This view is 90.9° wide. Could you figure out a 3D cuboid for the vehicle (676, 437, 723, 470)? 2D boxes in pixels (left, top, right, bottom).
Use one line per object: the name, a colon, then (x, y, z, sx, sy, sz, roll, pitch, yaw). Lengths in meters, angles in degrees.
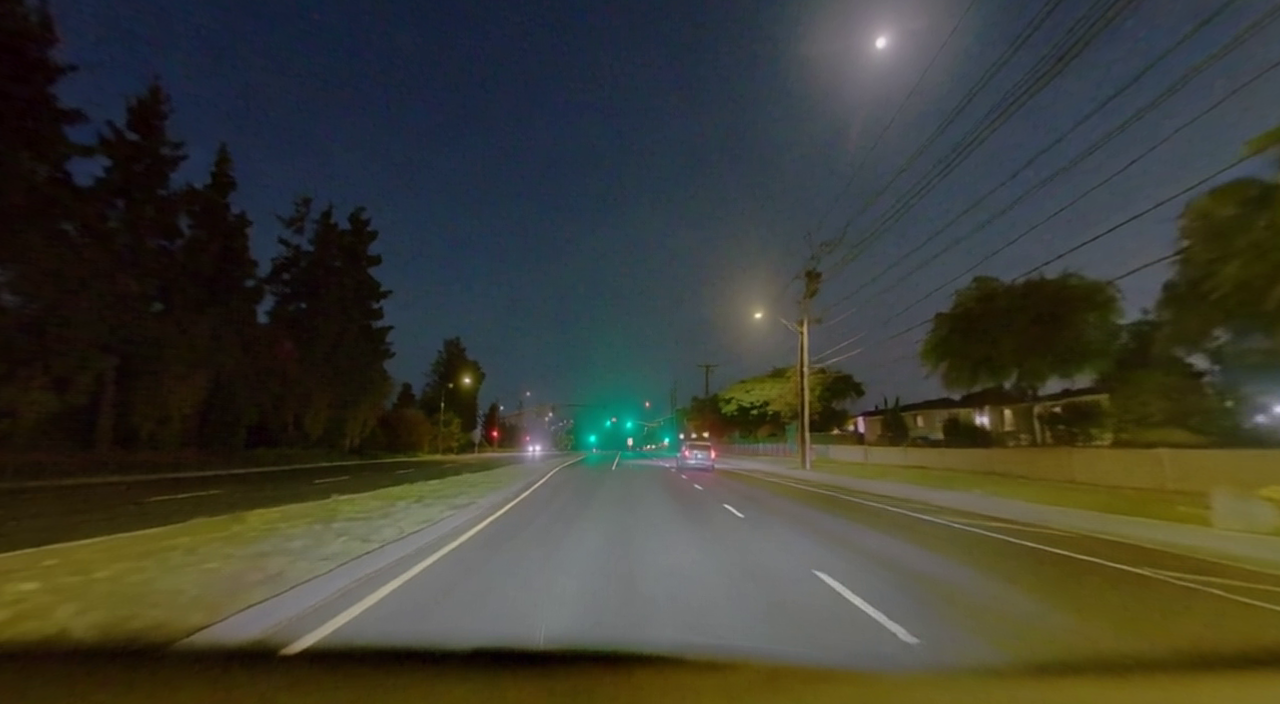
vehicle: (3.476, 5.994, 37.515, 2.240, 1.781, 4.433, 0, -8, -1)
